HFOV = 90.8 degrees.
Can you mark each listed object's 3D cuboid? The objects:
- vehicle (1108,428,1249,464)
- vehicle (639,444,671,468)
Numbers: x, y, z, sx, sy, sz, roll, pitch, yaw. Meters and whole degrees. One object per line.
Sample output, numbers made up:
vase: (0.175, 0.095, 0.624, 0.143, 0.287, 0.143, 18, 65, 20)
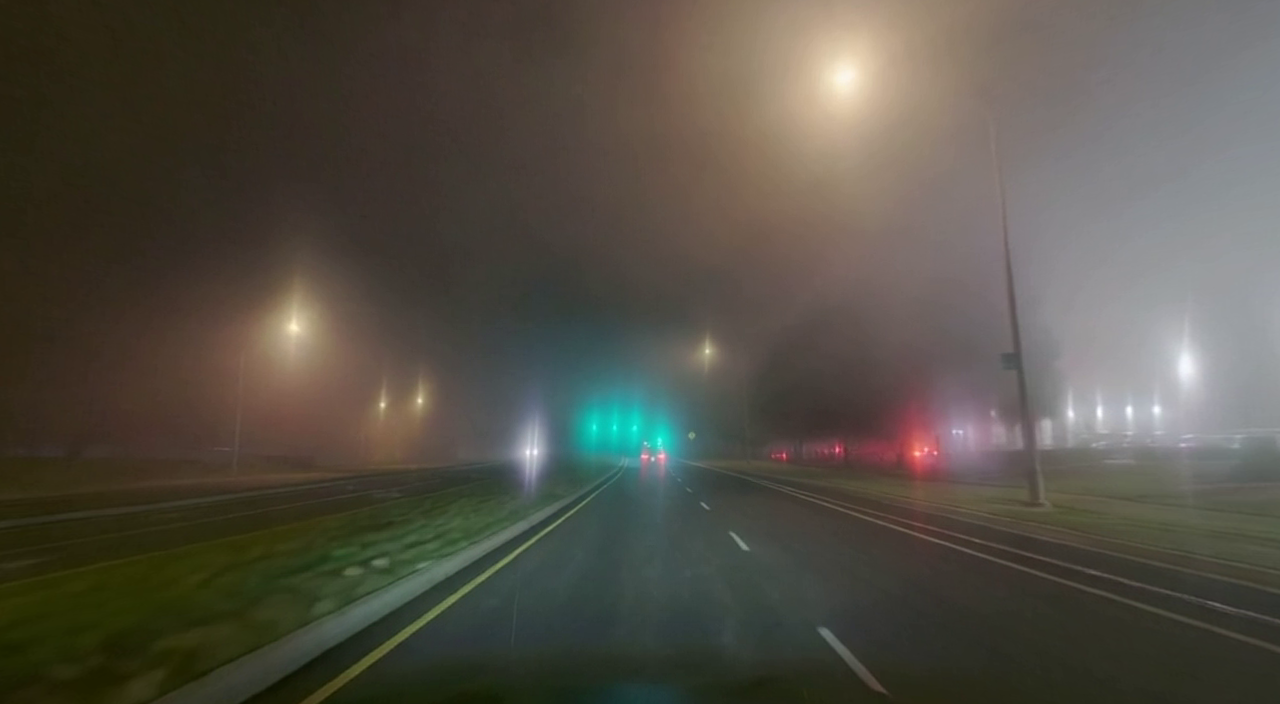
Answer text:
vehicle: (26.885, 4.740, 31.875, 2.143, 1.623, 5.235, 1, -8, -7)
vehicle: (1.026, 7.432, 45.236, 2.158, 1.600, 3.865, 0, -8, -1)
